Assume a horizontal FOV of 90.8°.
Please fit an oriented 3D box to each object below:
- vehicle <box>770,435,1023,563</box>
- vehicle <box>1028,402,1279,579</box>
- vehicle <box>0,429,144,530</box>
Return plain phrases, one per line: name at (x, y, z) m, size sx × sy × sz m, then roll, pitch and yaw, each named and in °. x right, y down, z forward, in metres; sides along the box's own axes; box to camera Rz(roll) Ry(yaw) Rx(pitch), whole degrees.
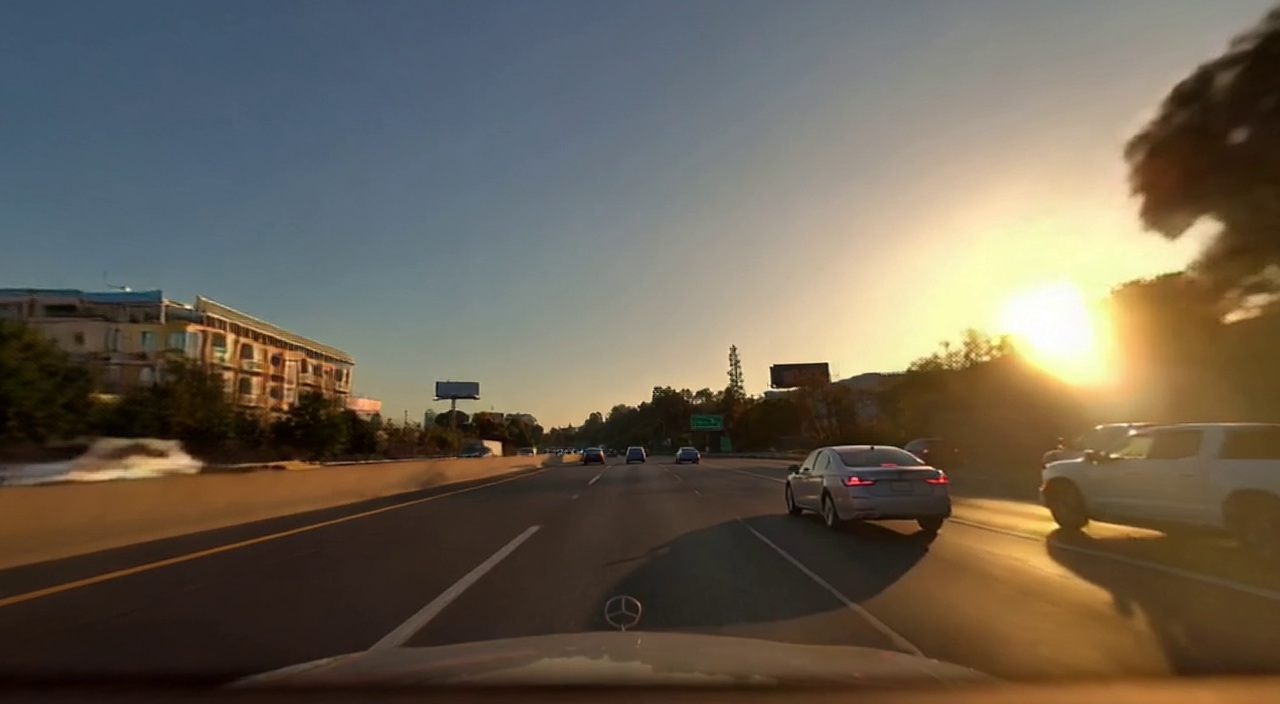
vehicle at (3.542, 2.114, 9.876) m, size 1.987 × 1.509 × 4.512 m, roll 0°, pitch -9°, yaw -1°
vehicle at (7.614, 1.666, 8.047) m, size 2.176 × 1.793 × 4.841 m, roll 0°, pitch -9°, yaw -1°
vehicle at (-11.445, 2.113, 10.508) m, size 2.031 × 1.625 × 5.415 m, roll 0°, pitch -9°, yaw -1°
